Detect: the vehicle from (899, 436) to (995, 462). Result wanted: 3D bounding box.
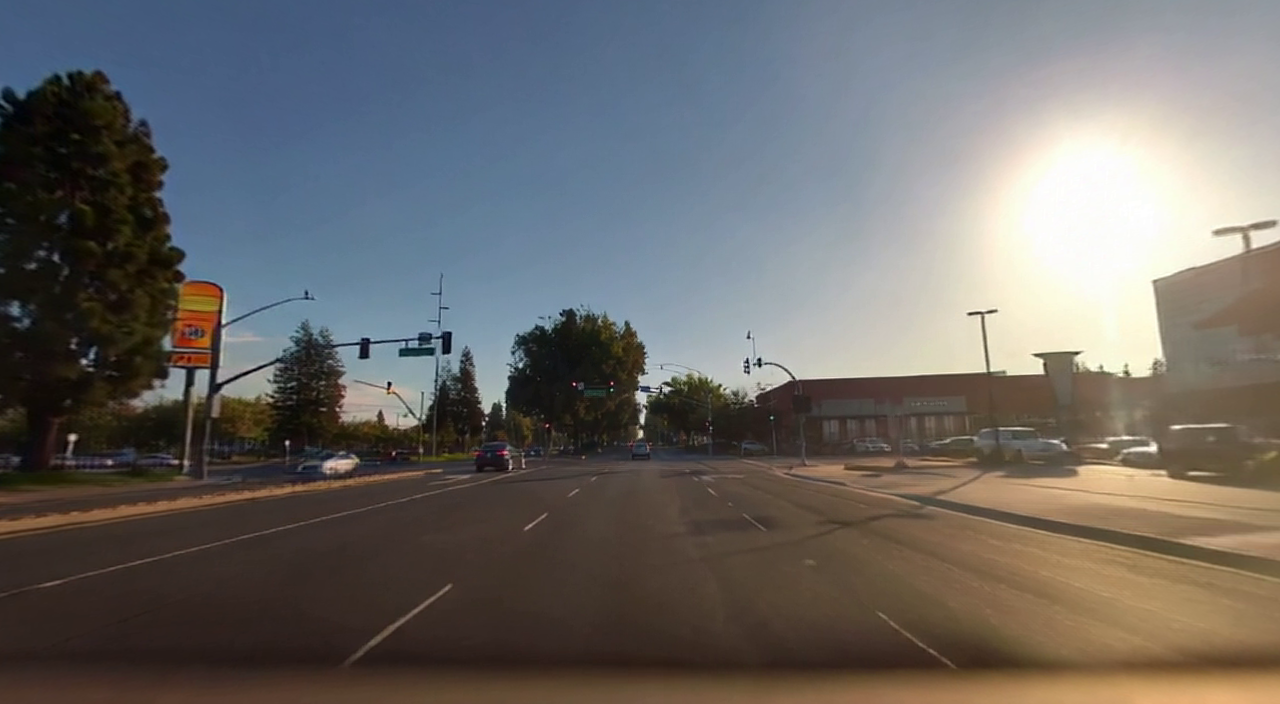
[{"bbox_3d":[16.853,5.337,34.824,1.796,1.351,4.358,6,-10,-36],"label":"vehicle"}]

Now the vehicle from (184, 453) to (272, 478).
[{"bbox_3d":[-27.219,7.472,41.672,4.805,1.537,1.936,-2,-9,11],"label":"vehicle"}]

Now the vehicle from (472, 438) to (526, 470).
[{"bbox_3d":[-7.865,5.710,35.588,2.231,1.650,5.052,0,-8,-4],"label":"vehicle"}]

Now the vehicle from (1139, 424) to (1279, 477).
[{"bbox_3d":[17.804,2.877,18.532,4.571,1.466,1.934,0,-8,-1],"label":"vehicle"}]

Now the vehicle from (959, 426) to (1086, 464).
[{"bbox_3d":[17.442,4.267,28.910,4.498,1.671,1.887,-1,-8,3],"label":"vehicle"}]

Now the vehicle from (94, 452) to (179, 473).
[{"bbox_3d":[-36.883,8.117,46.234,4.461,1.443,1.901,0,-9,-3],"label":"vehicle"}]

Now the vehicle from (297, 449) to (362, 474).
[{"bbox_3d":[-20.144,7.129,41.157,1.942,1.483,4.597,0,-8,0],"label":"vehicle"}]
